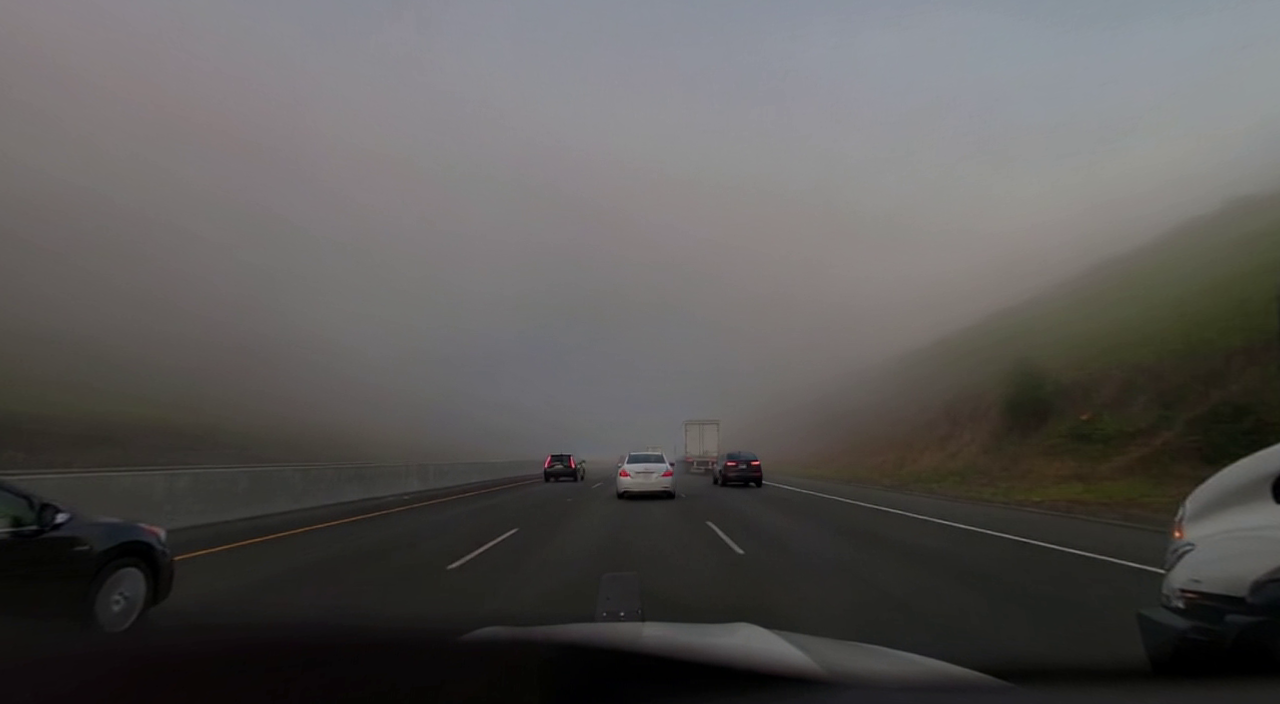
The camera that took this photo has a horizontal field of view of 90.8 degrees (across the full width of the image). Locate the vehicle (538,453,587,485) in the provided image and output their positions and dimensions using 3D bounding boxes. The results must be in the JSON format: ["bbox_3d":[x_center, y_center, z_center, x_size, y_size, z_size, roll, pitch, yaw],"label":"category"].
[{"bbox_3d":[-3.787,5.776,31.419,1.848,1.486,3.832,0,-9,1],"label":"vehicle"}]

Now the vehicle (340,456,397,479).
[{"bbox_3d":[-18.945,8.046,44.235,1.985,1.527,4.174,-1,-9,3],"label":"vehicle"}]

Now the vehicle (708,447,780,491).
[{"bbox_3d":[4.036,4.631,25.305,2.029,1.579,4.484,0,-9,-1],"label":"vehicle"}]

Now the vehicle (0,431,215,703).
[{"bbox_3d":[-4.413,1.093,2.793,1.920,1.506,4.454,0,-9,0],"label":"vehicle"}]

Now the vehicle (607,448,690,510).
[{"bbox_3d":[0.228,3.428,17.392,2.041,1.484,3.535,0,-9,0],"label":"vehicle"}]
